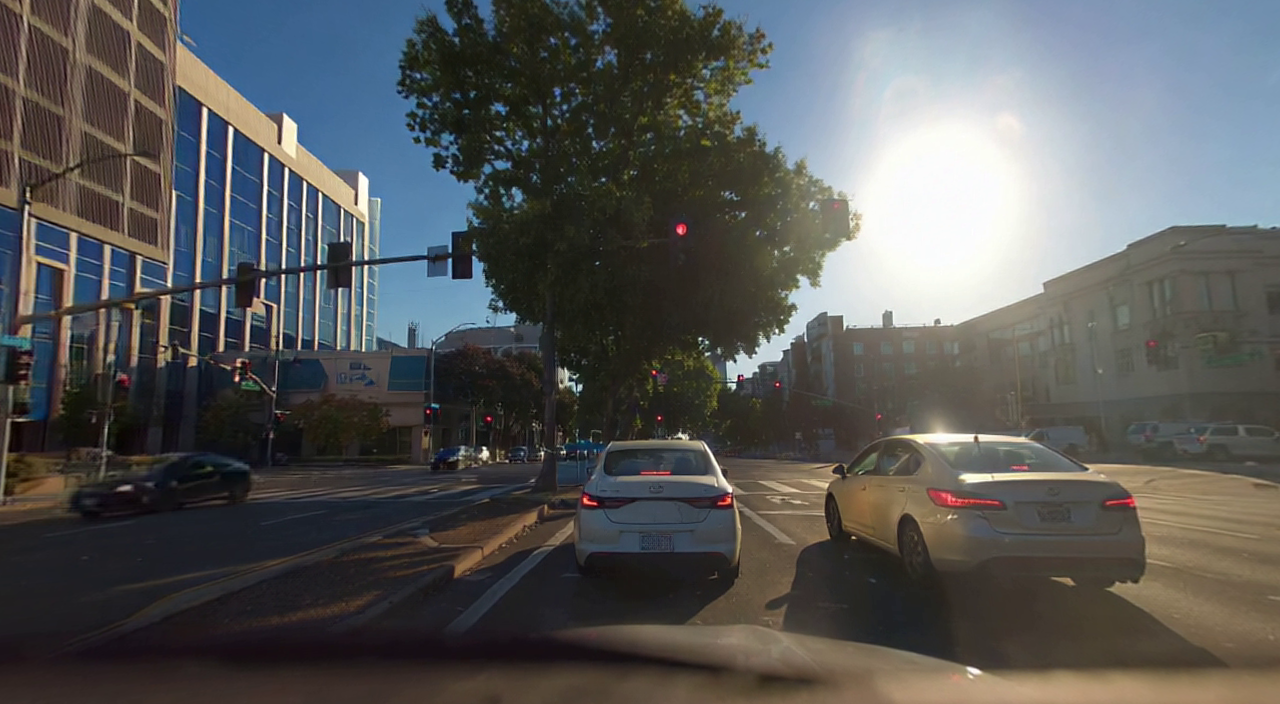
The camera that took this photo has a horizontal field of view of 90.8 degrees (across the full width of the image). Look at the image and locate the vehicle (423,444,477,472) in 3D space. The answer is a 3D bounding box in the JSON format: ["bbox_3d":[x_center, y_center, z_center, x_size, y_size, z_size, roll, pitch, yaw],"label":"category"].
[{"bbox_3d":[-12.093,6.777,40.526,2.009,1.642,4.482,0,-9,0],"label":"vehicle"}]

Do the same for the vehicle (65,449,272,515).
[{"bbox_3d":[-11.940,3.274,16.485,1.922,1.466,4.422,0,-9,1],"label":"vehicle"}]

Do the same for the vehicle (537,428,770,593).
[{"bbox_3d":[0.090,1.734,7.745,2.087,1.468,4.014,0,-9,-1],"label":"vehicle"}]

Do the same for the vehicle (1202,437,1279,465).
[{"bbox_3d":[35.208,5.641,36.137,4.190,1.535,1.998,0,-9,-1],"label":"vehicle"}]

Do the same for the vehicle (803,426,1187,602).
[{"bbox_3d":[3.644,1.737,7.747,2.018,1.491,4.544,0,-9,-1],"label":"vehicle"}]
